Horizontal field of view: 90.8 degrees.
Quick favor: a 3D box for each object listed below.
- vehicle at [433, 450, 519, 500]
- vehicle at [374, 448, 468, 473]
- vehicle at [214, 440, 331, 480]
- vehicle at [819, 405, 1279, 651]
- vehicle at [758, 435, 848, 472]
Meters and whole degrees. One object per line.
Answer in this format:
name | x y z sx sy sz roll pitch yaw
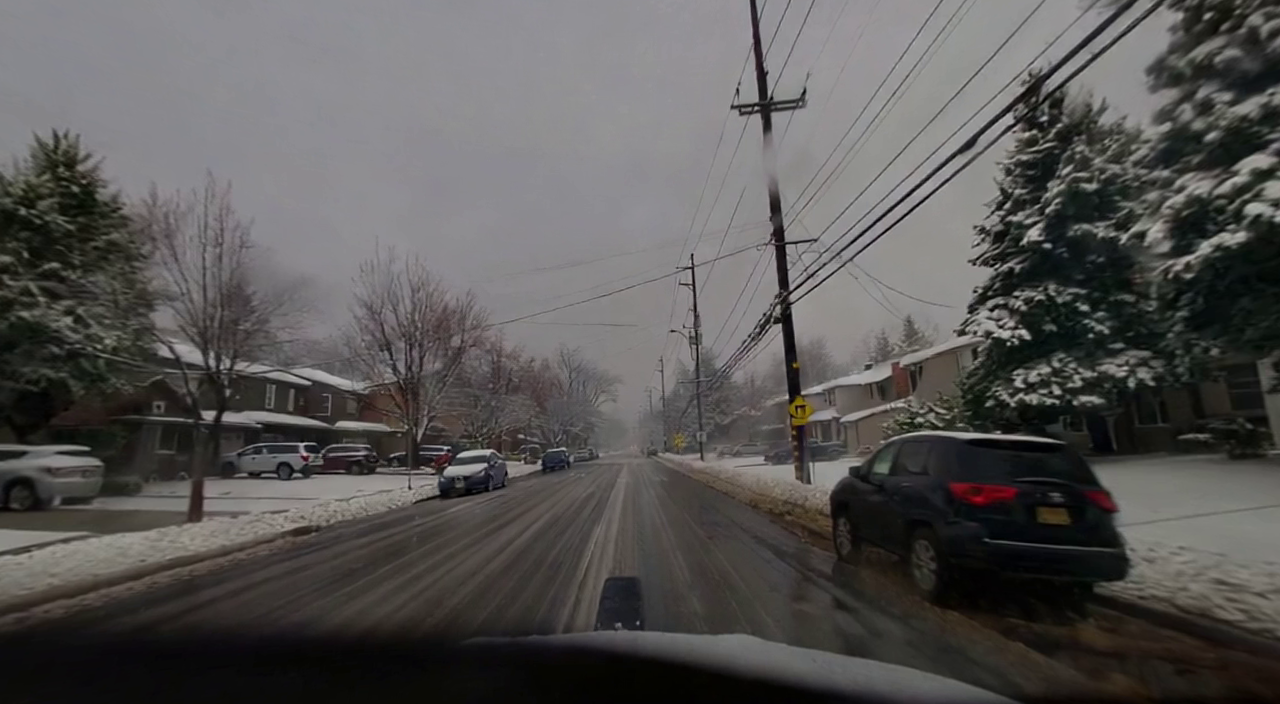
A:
vehicle | -6.175 4.666 24.391 2.022 1.550 4.669 -4 -9 0
vehicle | -14.382 7.160 41.755 5.395 1.615 2.132 0 -9 -1
vehicle | -17.134 5.052 29.663 4.123 1.787 2.194 1 -9 -6
vehicle | 3.684 1.580 6.780 2.091 1.731 4.410 0 -9 -2
vehicle | 10.079 6.285 39.202 4.822 1.864 2.100 -4 -8 -5
